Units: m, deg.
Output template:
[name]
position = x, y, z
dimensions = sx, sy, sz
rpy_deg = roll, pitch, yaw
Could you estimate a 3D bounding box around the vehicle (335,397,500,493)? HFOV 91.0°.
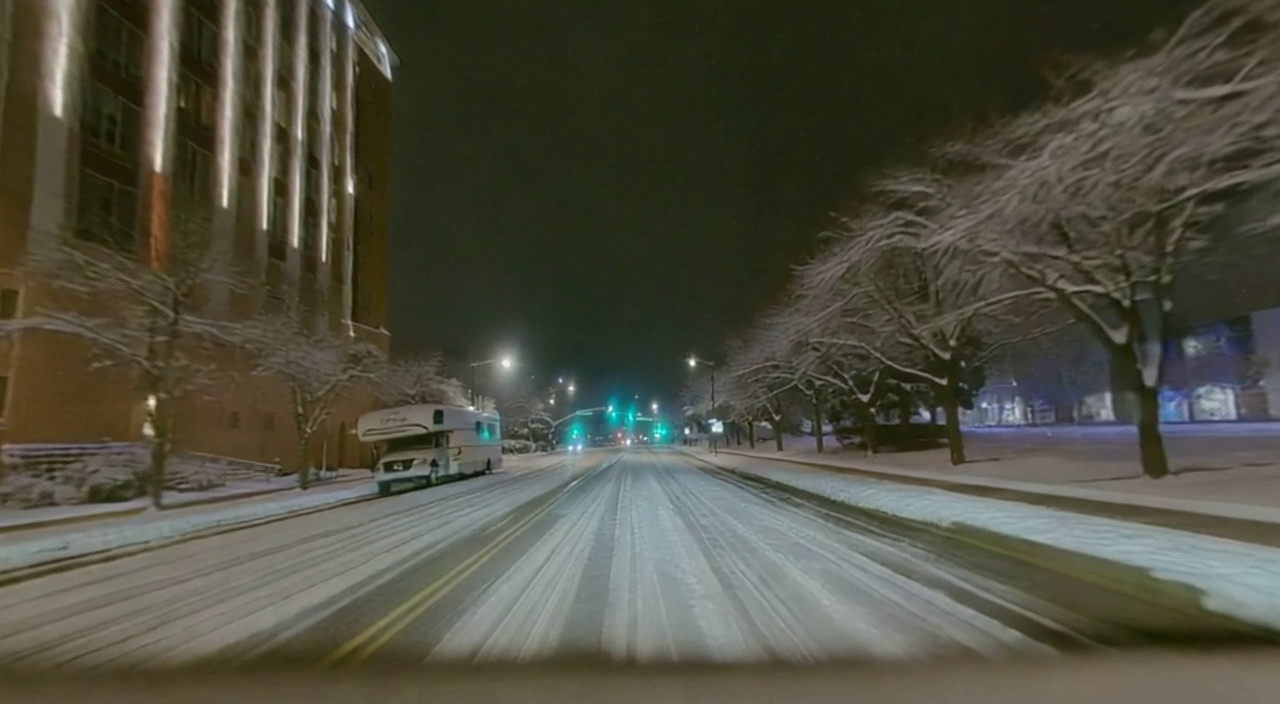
[vehicle]
position = -7.307, 3.244, 22.234
dimensions = 3.108, 2.771, 7.999
rpy_deg = 0, -8, -2
